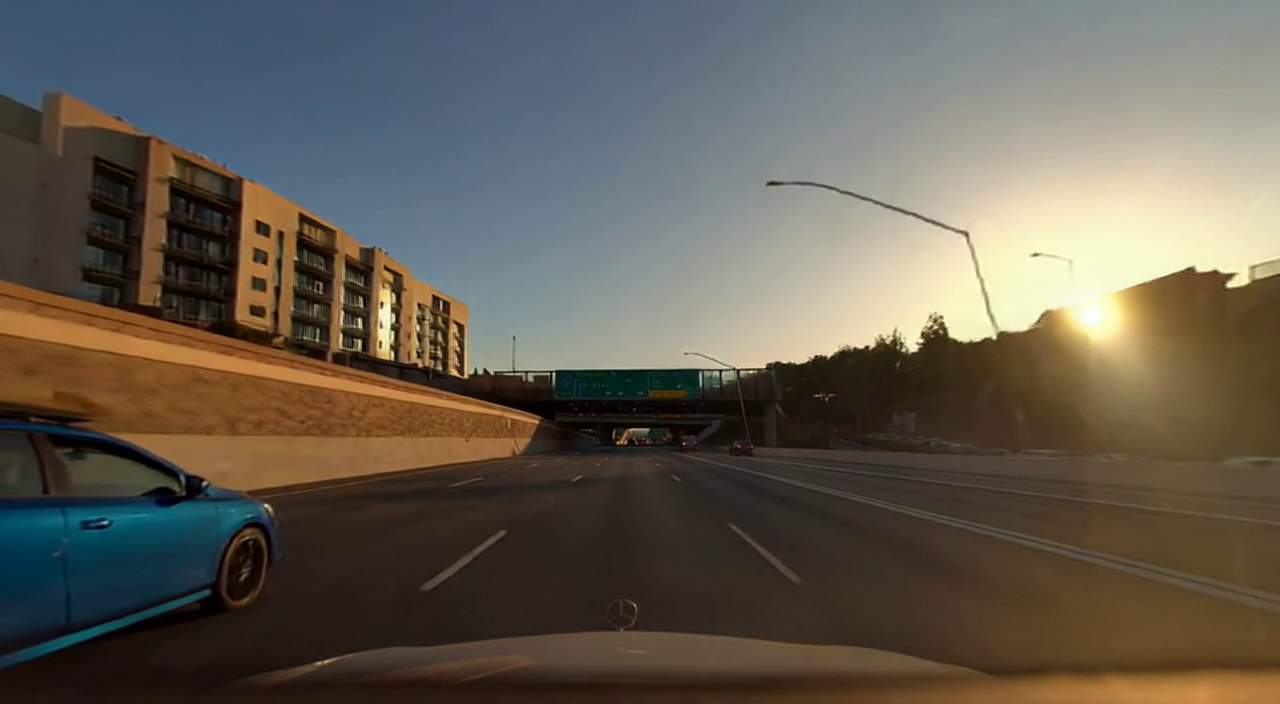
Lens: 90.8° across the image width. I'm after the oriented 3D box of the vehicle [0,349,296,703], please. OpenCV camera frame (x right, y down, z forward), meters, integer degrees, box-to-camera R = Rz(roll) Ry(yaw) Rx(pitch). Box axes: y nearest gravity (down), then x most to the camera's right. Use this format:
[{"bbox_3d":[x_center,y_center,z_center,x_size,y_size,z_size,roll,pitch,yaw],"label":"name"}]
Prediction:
[{"bbox_3d":[-3.800,0.839,2.880,2.070,1.641,4.315,0,-8,-1],"label":"vehicle"}]
